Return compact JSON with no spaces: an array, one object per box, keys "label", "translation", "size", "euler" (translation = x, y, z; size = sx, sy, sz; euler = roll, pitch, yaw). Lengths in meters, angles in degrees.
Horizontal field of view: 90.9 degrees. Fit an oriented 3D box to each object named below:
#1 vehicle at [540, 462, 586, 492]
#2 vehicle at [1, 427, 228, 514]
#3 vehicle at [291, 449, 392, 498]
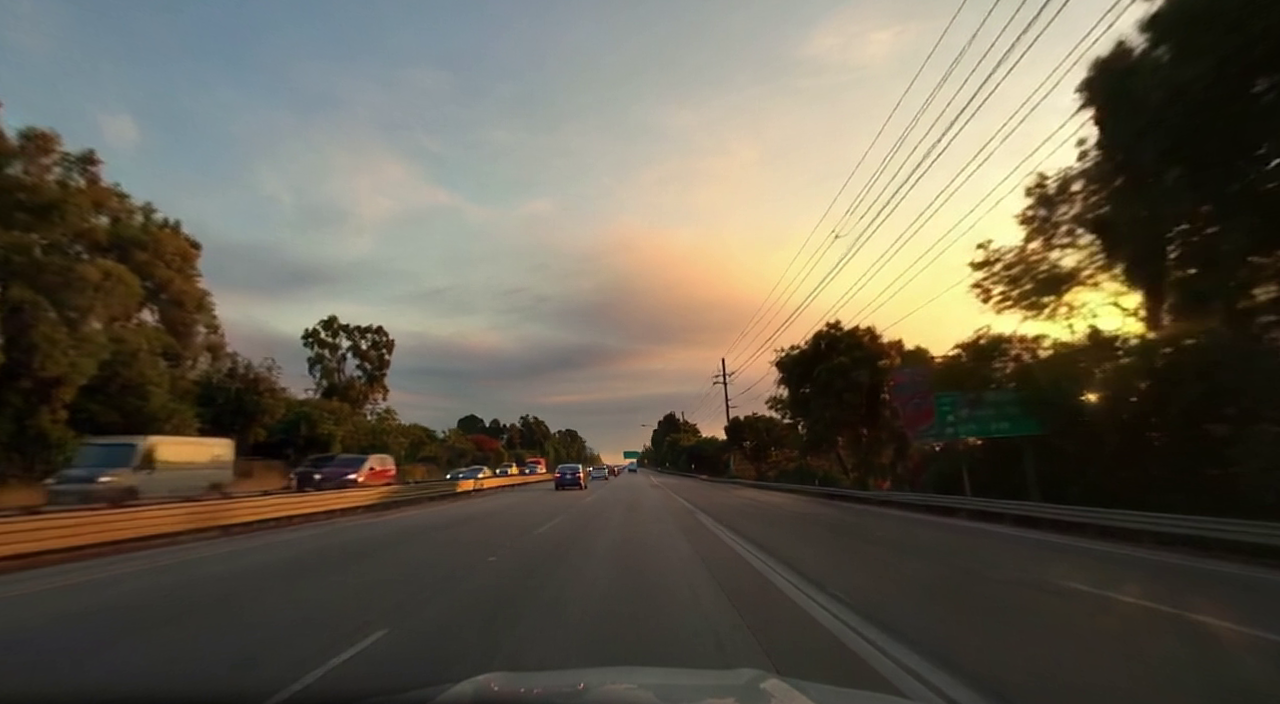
[{"label":"vehicle","translation":[-4.221,6.944,35.114],"size":[1.963,1.501,4.227],"euler":[1,-10,0]},{"label":"vehicle","translation":[-17.512,4.060,21.712],"size":[2.308,2.461,6.231],"euler":[1,-10,0]},{"label":"vehicle","translation":[-13.392,5.507,28.680],"size":[2.152,1.945,4.821],"euler":[1,-10,0]}]
